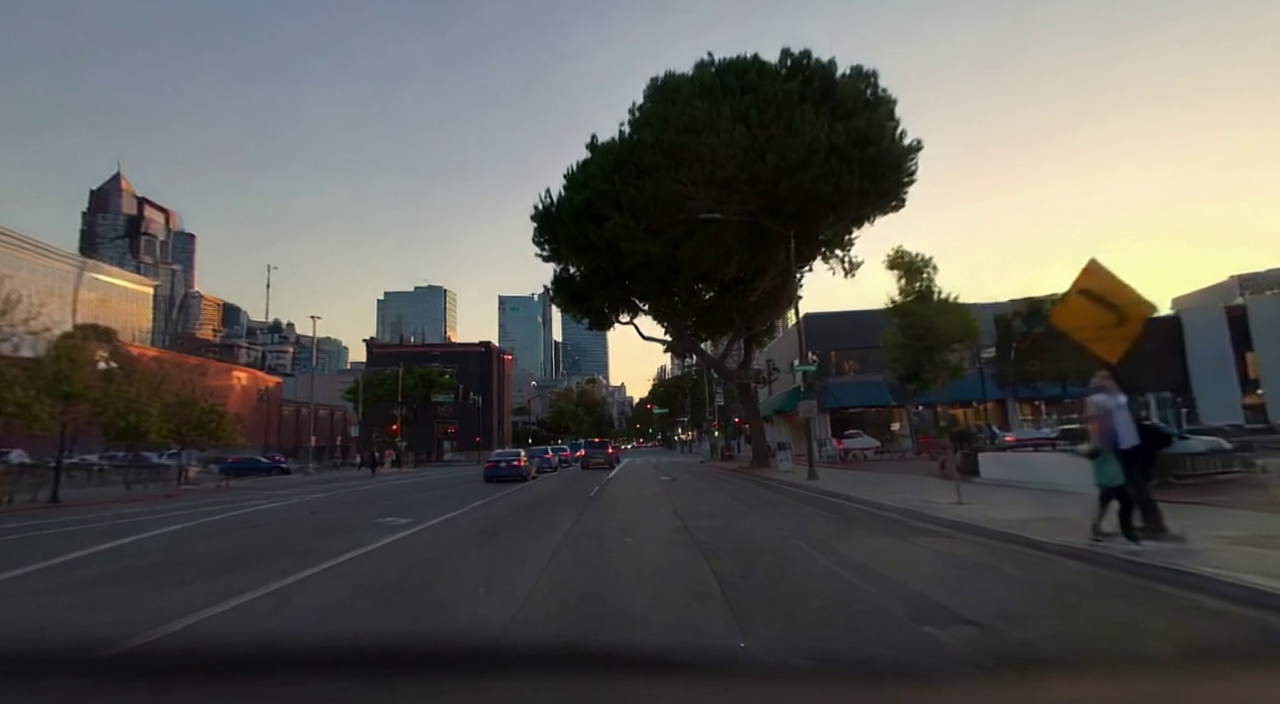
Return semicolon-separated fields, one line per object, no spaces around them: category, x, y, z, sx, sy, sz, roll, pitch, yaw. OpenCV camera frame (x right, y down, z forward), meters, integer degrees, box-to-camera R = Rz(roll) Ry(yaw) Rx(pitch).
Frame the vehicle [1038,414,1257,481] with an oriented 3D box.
vehicle;14.843;2.850;18.735;4.562;1.648;2.028;-3;-9;3

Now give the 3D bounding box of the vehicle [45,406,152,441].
vehicle;-25.658;3.420;30.024;3.556;1.611;1.623;0;-8;2

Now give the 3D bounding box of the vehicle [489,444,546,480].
vehicle;-5.646;5.090;29.468;1.889;1.572;3.599;0;-8;1

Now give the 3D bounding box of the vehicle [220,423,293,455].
vehicle;-25.266;5.745;41.721;3.572;2.012;1.872;-1;-8;-1

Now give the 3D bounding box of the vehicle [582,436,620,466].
vehicle;-2.841;7.433;47.618;2.496;2.155;5.468;0;-8;0
